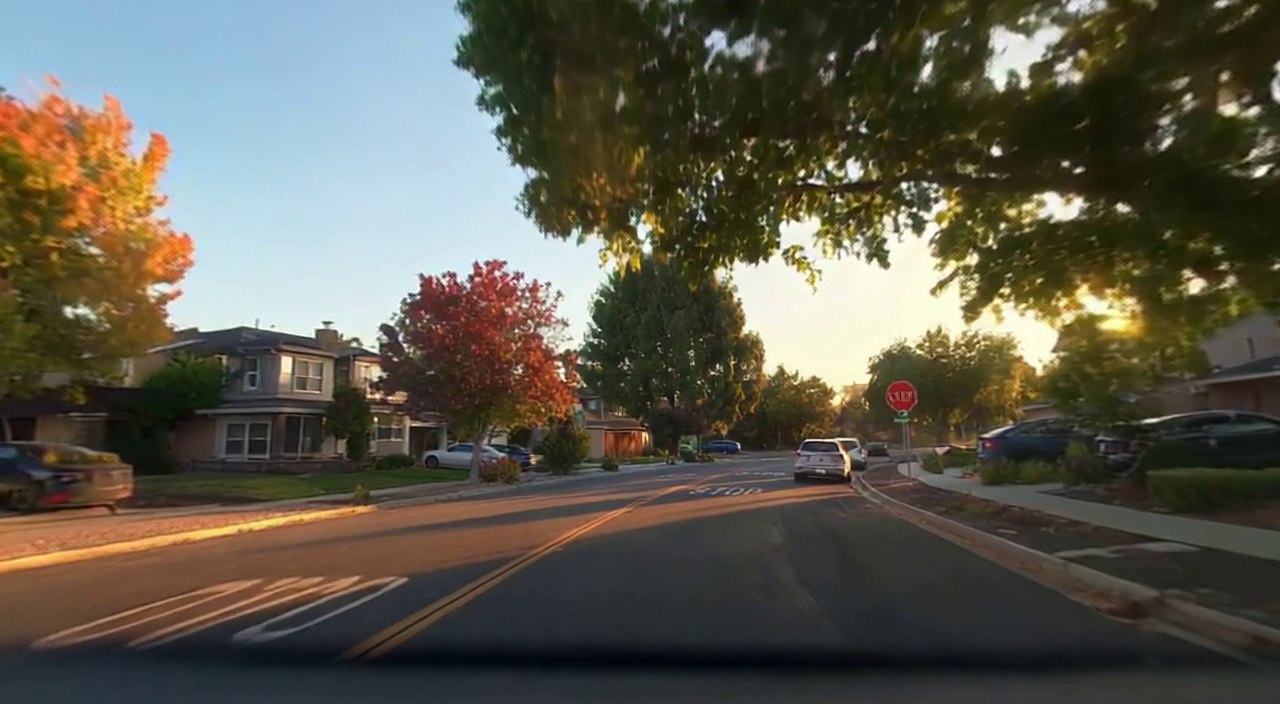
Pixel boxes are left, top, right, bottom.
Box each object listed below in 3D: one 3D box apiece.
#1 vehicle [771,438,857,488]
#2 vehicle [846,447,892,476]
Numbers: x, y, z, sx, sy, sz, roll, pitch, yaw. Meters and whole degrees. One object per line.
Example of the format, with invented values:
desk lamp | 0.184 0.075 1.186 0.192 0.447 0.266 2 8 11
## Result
vehicle | 6.663 4.094 23.702 2.692 1.649 4.689 -3 -9 19
vehicle | 13.341 6.331 36.570 2.083 1.493 5.037 -3 -10 24
